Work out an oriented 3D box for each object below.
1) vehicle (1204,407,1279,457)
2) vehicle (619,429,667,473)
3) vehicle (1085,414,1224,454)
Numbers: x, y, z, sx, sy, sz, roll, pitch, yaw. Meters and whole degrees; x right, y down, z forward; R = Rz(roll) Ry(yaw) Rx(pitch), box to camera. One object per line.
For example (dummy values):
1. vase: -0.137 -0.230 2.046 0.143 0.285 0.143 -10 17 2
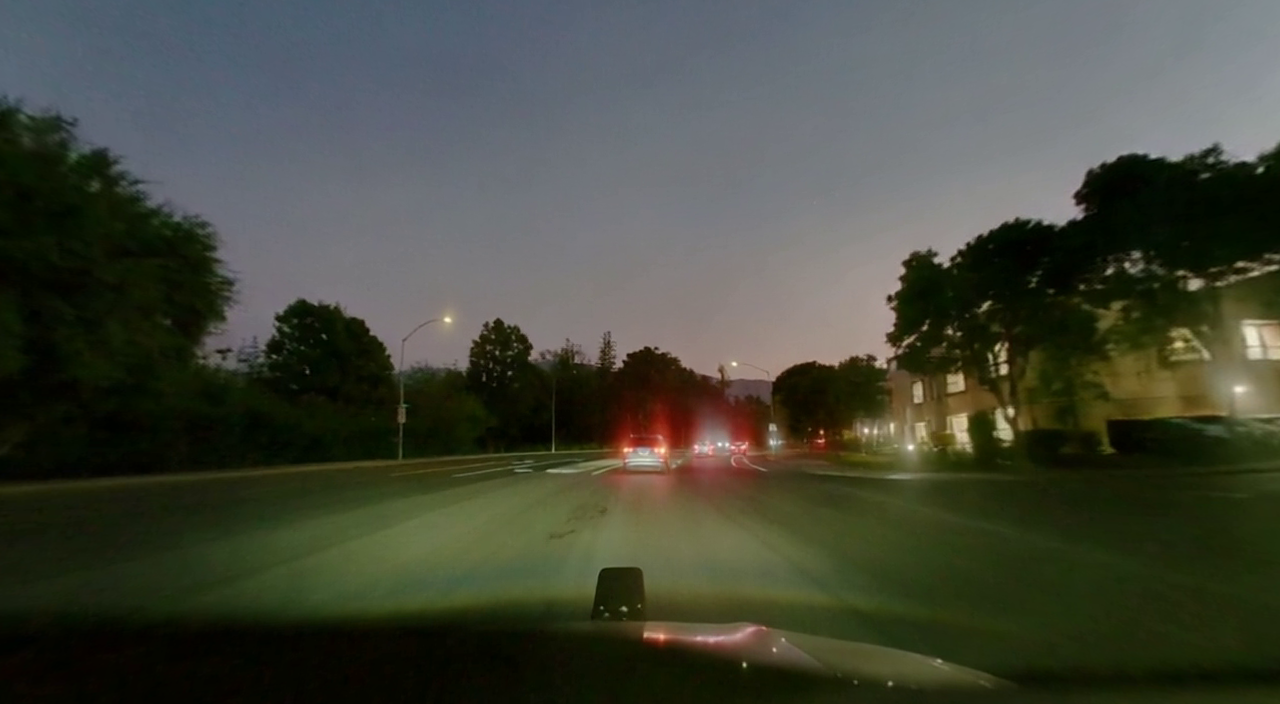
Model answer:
1. vehicle: 26.143 3.355 25.984 1.947 1.926 4.237 -1 -8 8
2. vehicle: 0.233 4.868 31.069 2.072 2.002 4.391 0 -8 5
3. vehicle: 22.863 3.709 28.165 1.826 1.621 4.546 2 -9 -13
